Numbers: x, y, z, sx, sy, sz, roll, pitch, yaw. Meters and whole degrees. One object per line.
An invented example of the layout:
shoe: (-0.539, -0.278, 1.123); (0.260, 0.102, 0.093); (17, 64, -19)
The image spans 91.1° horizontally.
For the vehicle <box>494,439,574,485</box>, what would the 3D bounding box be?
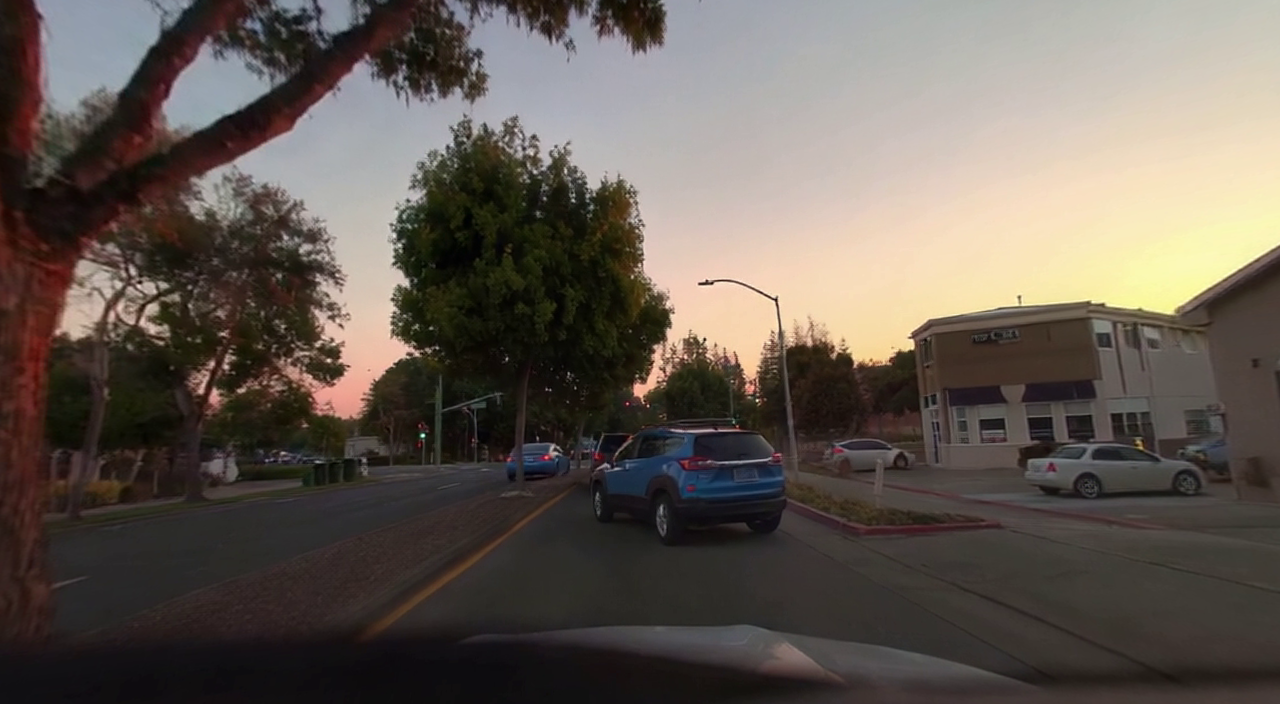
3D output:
vehicle: (-3.694, 3.929, 22.773); (2.026, 1.466, 4.282); (0, -8, 2)

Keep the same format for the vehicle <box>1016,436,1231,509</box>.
vehicle: (12.231, 3.052, 16.093); (3.871, 1.525, 1.835); (-3, -9, 0)

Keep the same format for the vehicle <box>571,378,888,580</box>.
vehicle: (0.805, 1.605, 8.703); (2.052, 1.955, 4.642); (4, -9, -25)
